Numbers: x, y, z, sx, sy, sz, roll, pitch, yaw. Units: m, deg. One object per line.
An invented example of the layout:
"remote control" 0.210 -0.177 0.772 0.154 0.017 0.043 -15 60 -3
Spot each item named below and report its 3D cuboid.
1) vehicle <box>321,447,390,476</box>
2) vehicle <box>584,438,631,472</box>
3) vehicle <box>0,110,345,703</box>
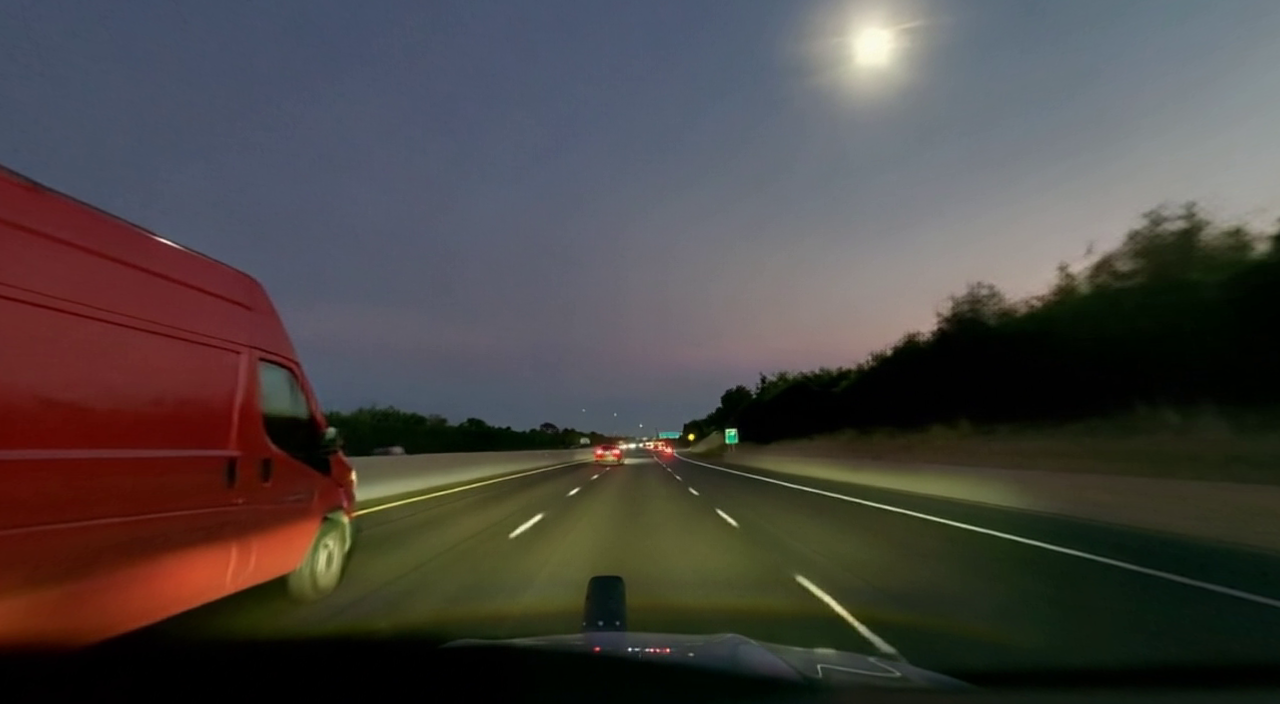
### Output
"vehicle" -16.345 6.297 36.478 1.893 1.505 4.505 0 -9 0
"vehicle" -1.661 5.496 33.814 2.183 1.662 3.968 0 -9 2
"vehicle" -4.083 0.309 2.999 2.382 2.736 5.982 0 -9 0
